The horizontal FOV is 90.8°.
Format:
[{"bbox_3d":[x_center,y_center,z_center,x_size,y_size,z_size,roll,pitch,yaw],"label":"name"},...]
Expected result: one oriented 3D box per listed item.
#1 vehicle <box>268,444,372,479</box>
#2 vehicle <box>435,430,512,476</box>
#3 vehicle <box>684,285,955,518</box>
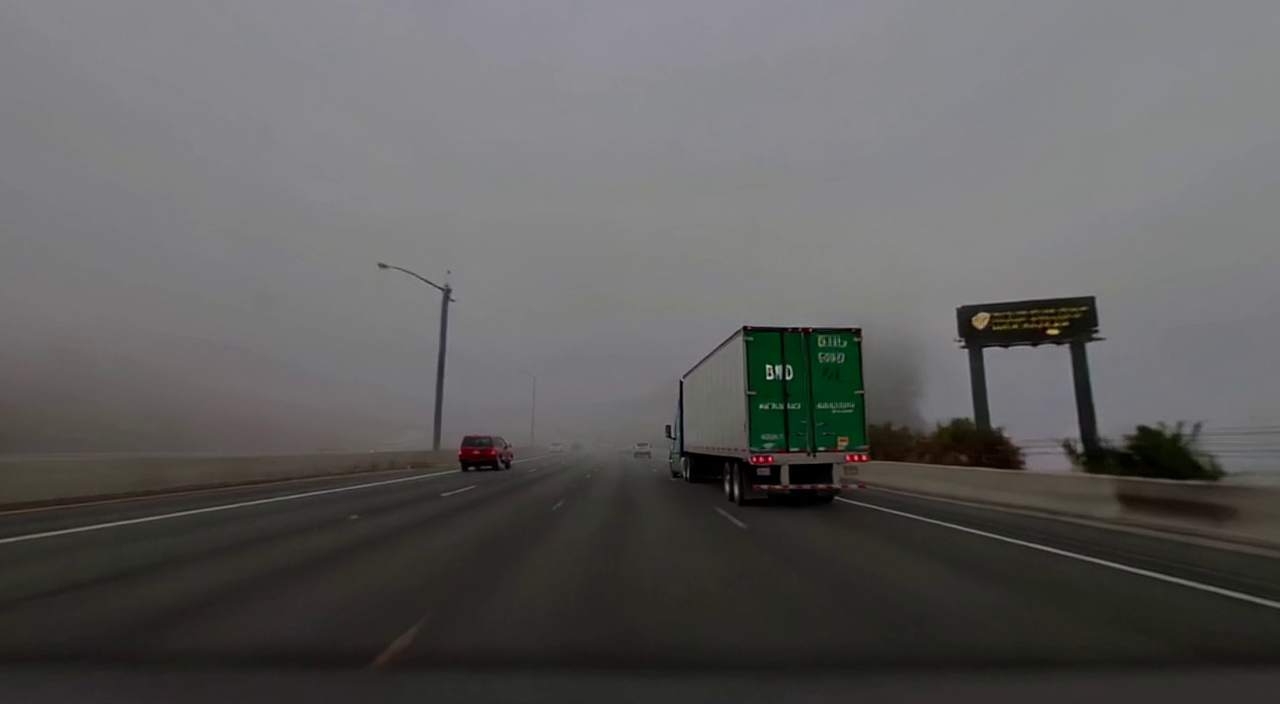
[{"bbox_3d":[-14.000,4.795,28.040,2.067,1.398,4.863,0,-8,0],"label":"vehicle"},{"bbox_3d":[-7.451,4.580,28.885,2.100,1.905,5.119,0,-8,0],"label":"vehicle"},{"bbox_3d":[3.524,1.885,18.191,2.891,3.944,15.051,0,-8,-2],"label":"vehicle"}]
